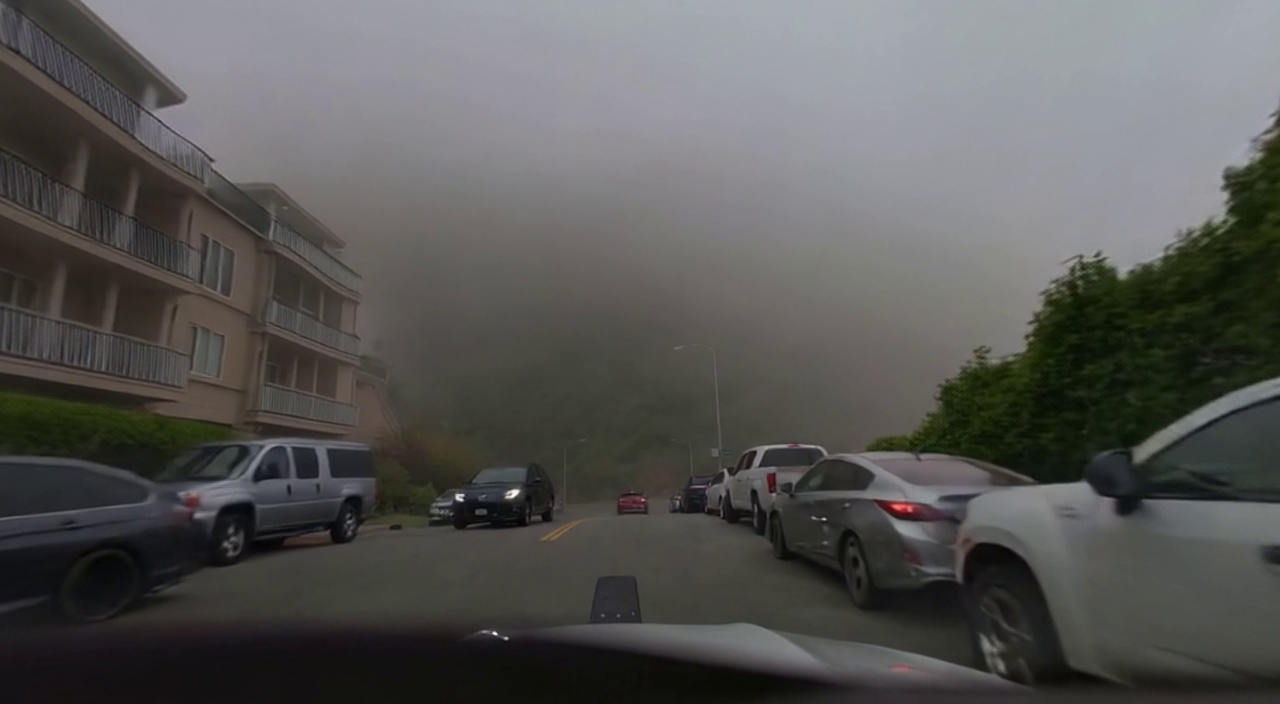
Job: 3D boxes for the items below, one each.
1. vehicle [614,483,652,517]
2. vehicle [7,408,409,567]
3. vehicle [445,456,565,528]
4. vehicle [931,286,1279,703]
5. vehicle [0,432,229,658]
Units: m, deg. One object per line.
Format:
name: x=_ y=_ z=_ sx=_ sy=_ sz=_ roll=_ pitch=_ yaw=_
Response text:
vehicle: x=-0.487 y=9.118 z=38.937 sx=2.201 sy=1.731 sz=3.854 roll=0 pitch=-9 yaw=-2
vehicle: x=-6.428 y=2.238 z=10.812 sx=2.692 sy=1.949 sz=5.948 roll=0 pitch=-11 yaw=-1
vehicle: x=-3.402 y=3.770 z=16.939 sx=2.102 sy=1.621 sz=4.627 roll=0 pitch=-13 yaw=1
vehicle: x=2.796 y=0.686 z=1.349 sx=2.072 sy=1.830 sz=4.744 roll=0 pitch=-9 yaw=0
vehicle: x=-5.350 y=1.221 z=3.804 sx=1.856 sy=1.474 sz=4.522 roll=-3 pitch=-9 yaw=18
